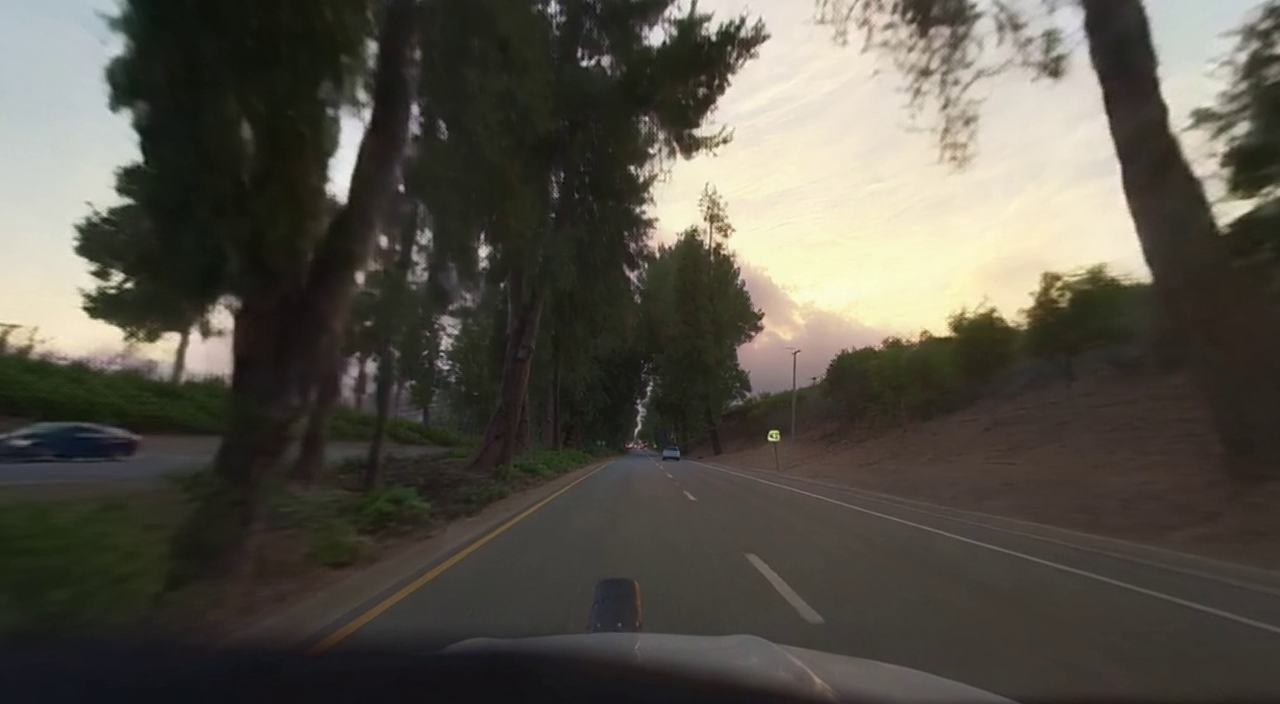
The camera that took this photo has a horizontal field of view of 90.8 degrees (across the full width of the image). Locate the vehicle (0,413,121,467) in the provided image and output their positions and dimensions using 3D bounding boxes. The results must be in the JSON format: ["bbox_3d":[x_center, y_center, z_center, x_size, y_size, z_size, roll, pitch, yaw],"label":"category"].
[{"bbox_3d":[-22.203,3.259,23.226,2.055,1.776,4.879,0,-8,0],"label":"vehicle"}]
